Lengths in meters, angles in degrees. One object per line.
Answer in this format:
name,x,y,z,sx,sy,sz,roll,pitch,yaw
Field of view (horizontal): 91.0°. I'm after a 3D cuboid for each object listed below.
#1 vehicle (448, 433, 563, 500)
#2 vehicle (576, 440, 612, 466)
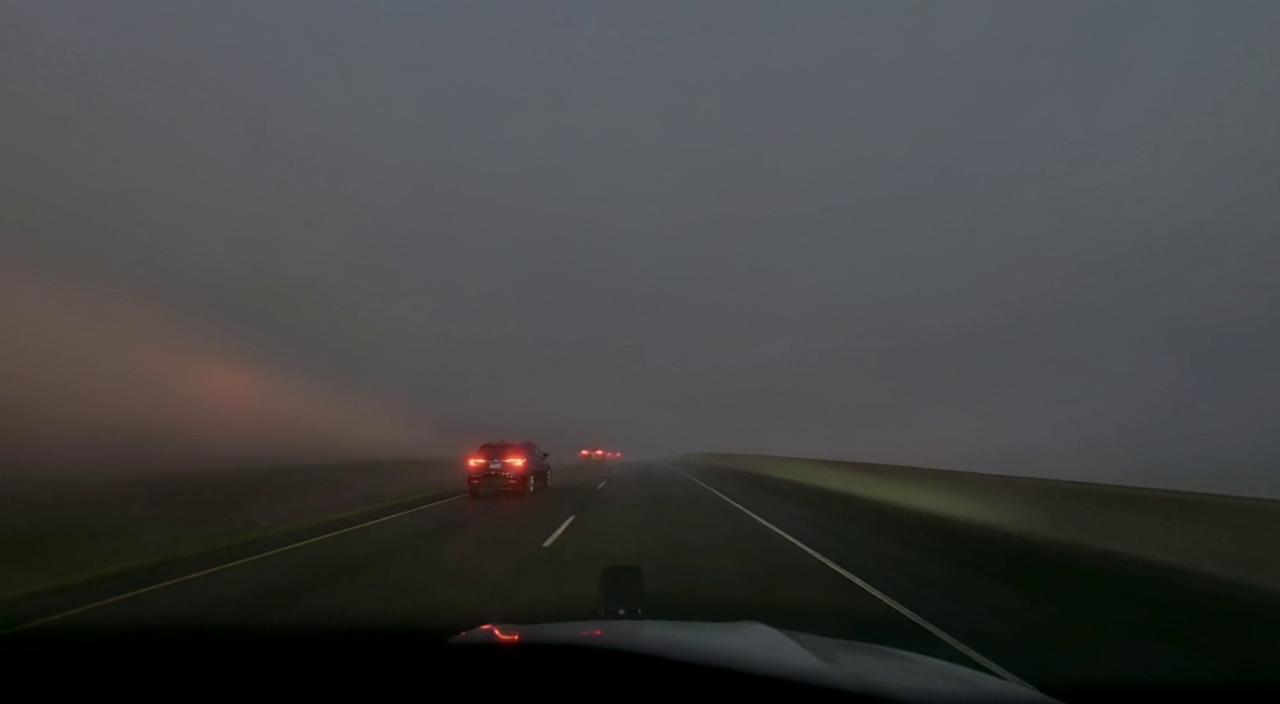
vehicle,-3.457,3.045,17.110,2.195,1.573,4.176,0,-9,0
vehicle,-3.094,6.977,43.496,2.133,1.683,4.340,0,-9,1
